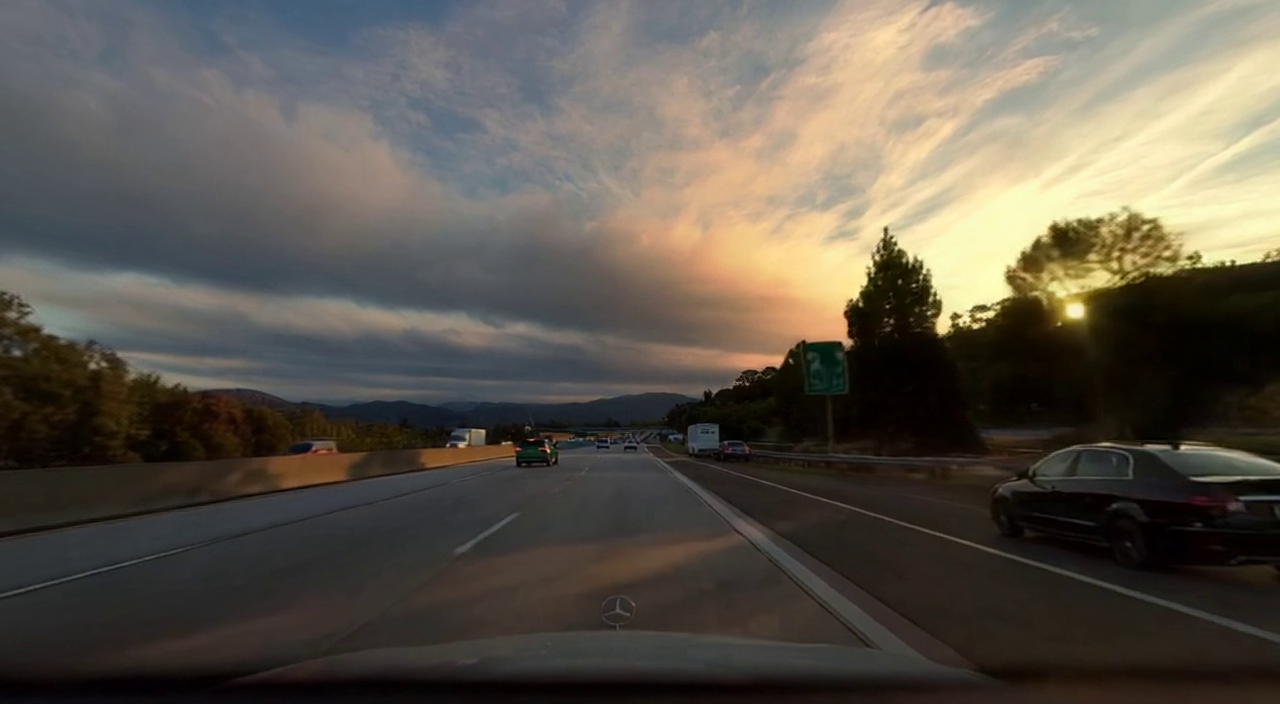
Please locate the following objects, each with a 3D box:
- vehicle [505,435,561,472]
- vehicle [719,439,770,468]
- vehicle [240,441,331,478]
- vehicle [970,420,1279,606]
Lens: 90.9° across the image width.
[{"bbox_3d":[-4.933,4.705,29.555,1.966,1.570,3.859,0,-8,-1],"label":"vehicle"},{"bbox_3d":[5.428,5.302,33.280,1.920,1.436,3.890,0,-8,-2],"label":"vehicle"},{"bbox_3d":[-17.269,5.226,30.952,1.943,1.648,4.322,0,-8,0],"label":"vehicle"},{"bbox_3d":[5.993,1.589,7.269,2.028,1.488,4.236,0,-8,-1],"label":"vehicle"}]
